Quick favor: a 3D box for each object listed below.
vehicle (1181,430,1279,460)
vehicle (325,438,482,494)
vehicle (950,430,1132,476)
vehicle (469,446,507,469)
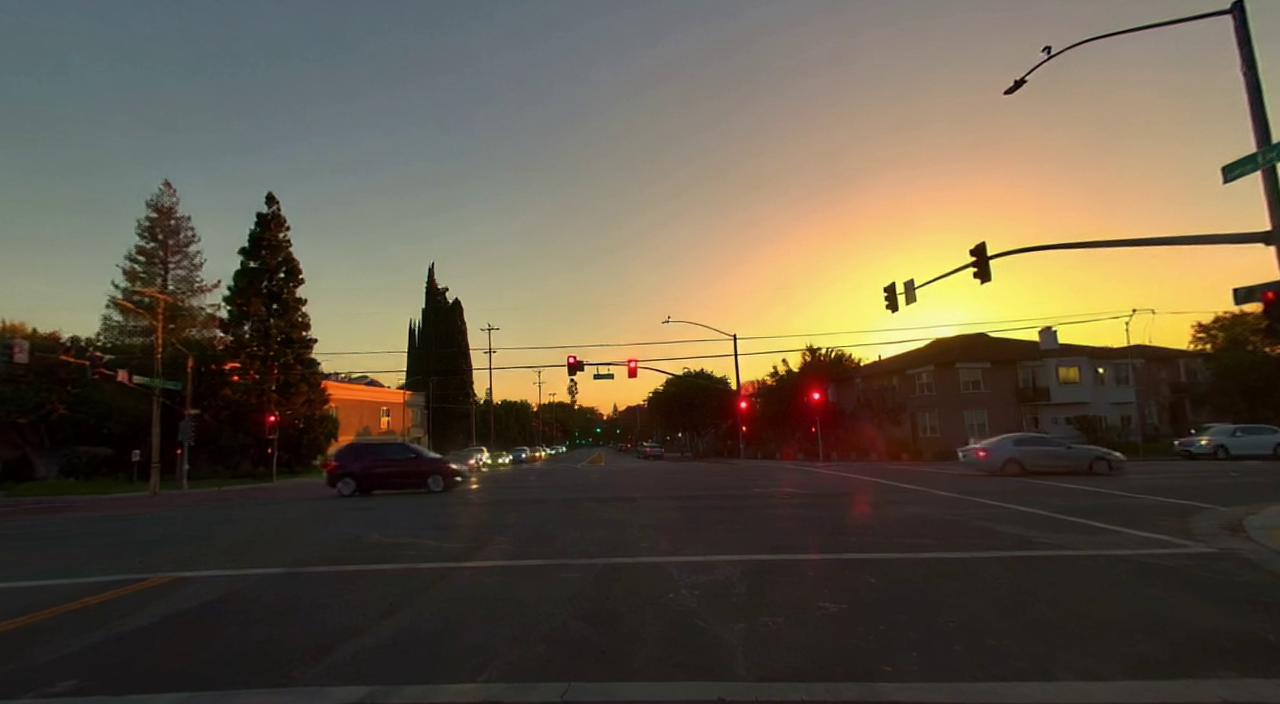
[{"bbox_3d":[31.336,4.880,33.040,4.318,1.488,1.870,0,-9,-1],"label":"vehicle"},{"bbox_3d":[-7.758,3.769,21.099,4.431,1.739,1.935,0,-9,1],"label":"vehicle"},{"bbox_3d":[13.564,3.427,21.607,4.823,1.449,2.017,0,-9,0],"label":"vehicle"},{"bbox_3d":[-10.736,7.449,44.782,1.881,1.509,3.377,0,-9,0],"label":"vehicle"}]
